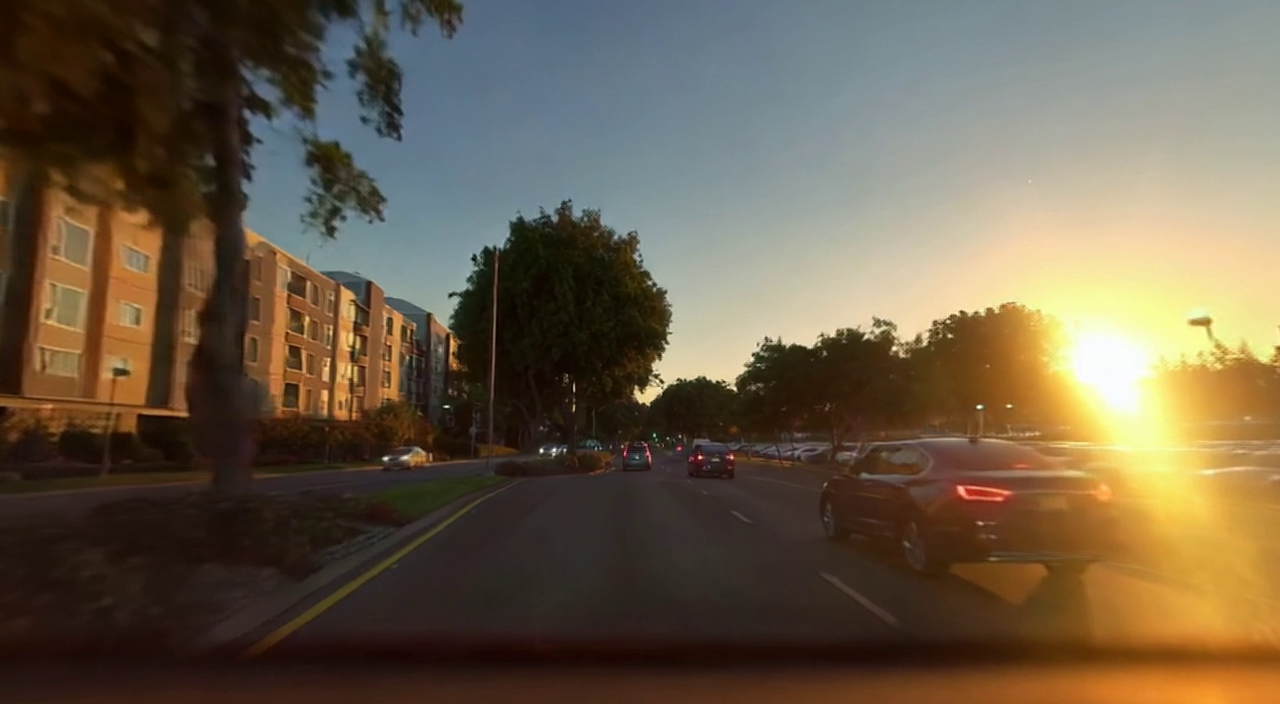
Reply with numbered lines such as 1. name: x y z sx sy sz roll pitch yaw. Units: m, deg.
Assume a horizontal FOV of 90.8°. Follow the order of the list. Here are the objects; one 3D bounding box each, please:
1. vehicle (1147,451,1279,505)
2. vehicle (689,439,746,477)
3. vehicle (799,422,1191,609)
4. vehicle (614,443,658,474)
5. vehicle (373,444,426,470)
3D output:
1. vehicle: 17.647 3.721 19.008 4.099 1.413 1.978 4 -9 -25
2. vehicle: 3.511 4.944 29.623 2.041 1.611 4.426 0 -8 -1
3. vehicle: 3.529 1.698 7.611 1.953 1.514 4.672 0 -8 -1
4. vehicle: -0.261 5.367 32.094 2.095 1.456 3.873 0 -8 -1
5. vehicle: -16.262 7.083 42.962 1.920 1.635 4.261 0 -8 0
